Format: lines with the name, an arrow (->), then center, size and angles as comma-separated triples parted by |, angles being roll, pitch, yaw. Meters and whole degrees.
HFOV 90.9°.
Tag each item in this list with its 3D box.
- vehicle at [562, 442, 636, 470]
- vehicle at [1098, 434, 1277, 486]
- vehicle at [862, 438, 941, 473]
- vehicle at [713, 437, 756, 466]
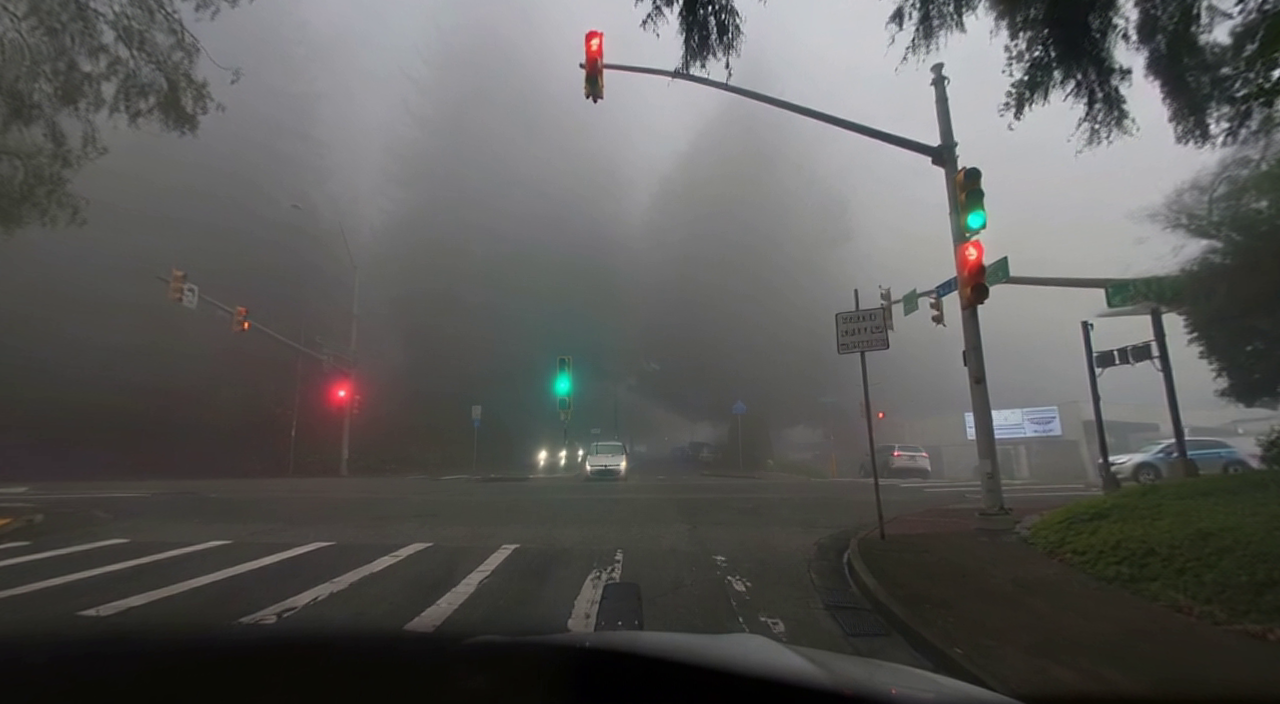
vehicle -> -2.458, 6.163, 37.532 | 3.991, 1.526, 1.868 | -5, -9, 31
vehicle -> 16.801, 3.320, 19.492 | 3.876, 1.512, 1.784 | 0, -8, -1
vehicle -> 12.411, 5.033, 30.213 | 1.922, 1.529, 3.964 | 0, -11, -2
vehicle -> 6.882, 7.235, 46.109 | 1.491, 2.041, 2.964 | 6, -10, -36
